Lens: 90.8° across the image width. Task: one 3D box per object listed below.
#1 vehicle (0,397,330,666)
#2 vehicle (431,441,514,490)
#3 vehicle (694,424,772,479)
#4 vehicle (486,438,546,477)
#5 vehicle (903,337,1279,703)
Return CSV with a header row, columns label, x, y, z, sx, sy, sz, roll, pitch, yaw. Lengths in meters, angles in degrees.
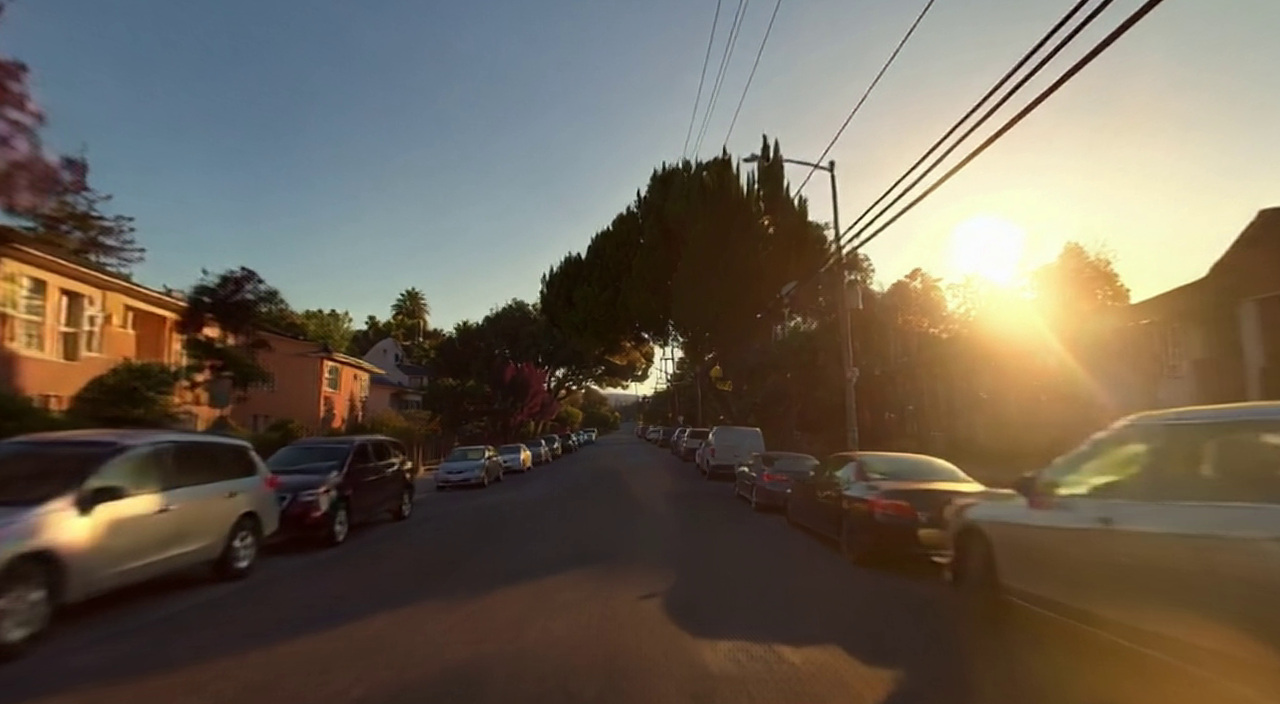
label,x,y,z,sx,sy,sz,roll,pitch,yaw
vehicle,-5.832,1.629,6.761,2.184,1.958,5.757,0,-8,-1
vehicle,-6.233,4.234,24.109,2.002,1.585,5.080,-2,-8,-3
vehicle,3.450,3.815,24.503,2.107,1.866,5.199,0,-8,-1
vehicle,-6.151,5.235,31.888,1.924,1.525,4.688,-5,-6,0
vehicle,3.591,0.977,3.453,2.009,1.810,5.045,0,-8,-2
